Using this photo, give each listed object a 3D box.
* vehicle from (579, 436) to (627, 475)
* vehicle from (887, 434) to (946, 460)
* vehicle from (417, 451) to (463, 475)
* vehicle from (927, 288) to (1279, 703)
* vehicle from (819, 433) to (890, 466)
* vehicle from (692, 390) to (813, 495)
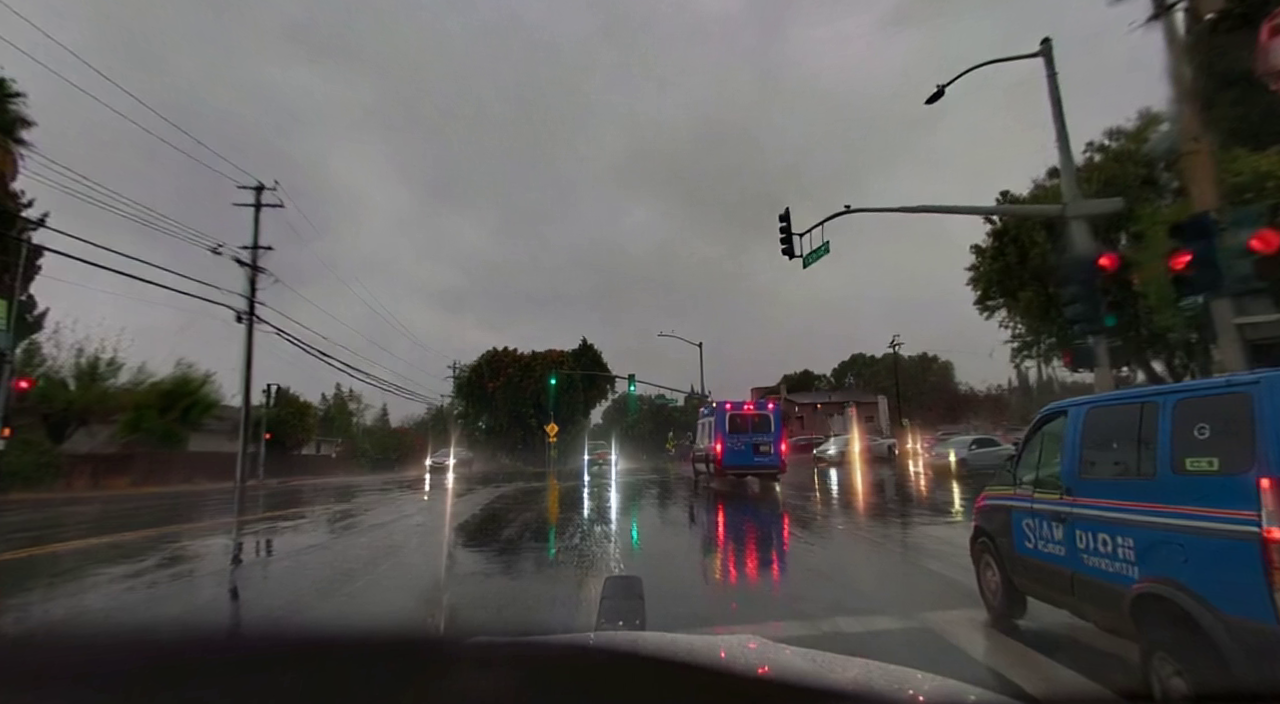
[{"bbox_3d":[-1.781,4.891,29.974,2.114,1.707,3.725,0,-8,-5],"label":"vehicle"},{"bbox_3d":[17.521,6.002,39.915,4.078,1.582,1.920,8,-12,-44],"label":"vehicle"},{"bbox_3d":[-13.409,7.431,42.703,2.053,1.474,4.489,1,-8,-6],"label":"vehicle"},{"bbox_3d":[3.448,0.816,2.848,2.194,1.922,4.822,-1,-8,3],"label":"vehicle"},{"bbox_3d":[11.410,5.160,33.512,3.936,1.594,1.860,7,-11,-42],"label":"vehicle"},{"bbox_3d":[3.127,2.735,19.141,2.406,2.687,5.521,0,-8,-2],"label":"vehicle"}]
